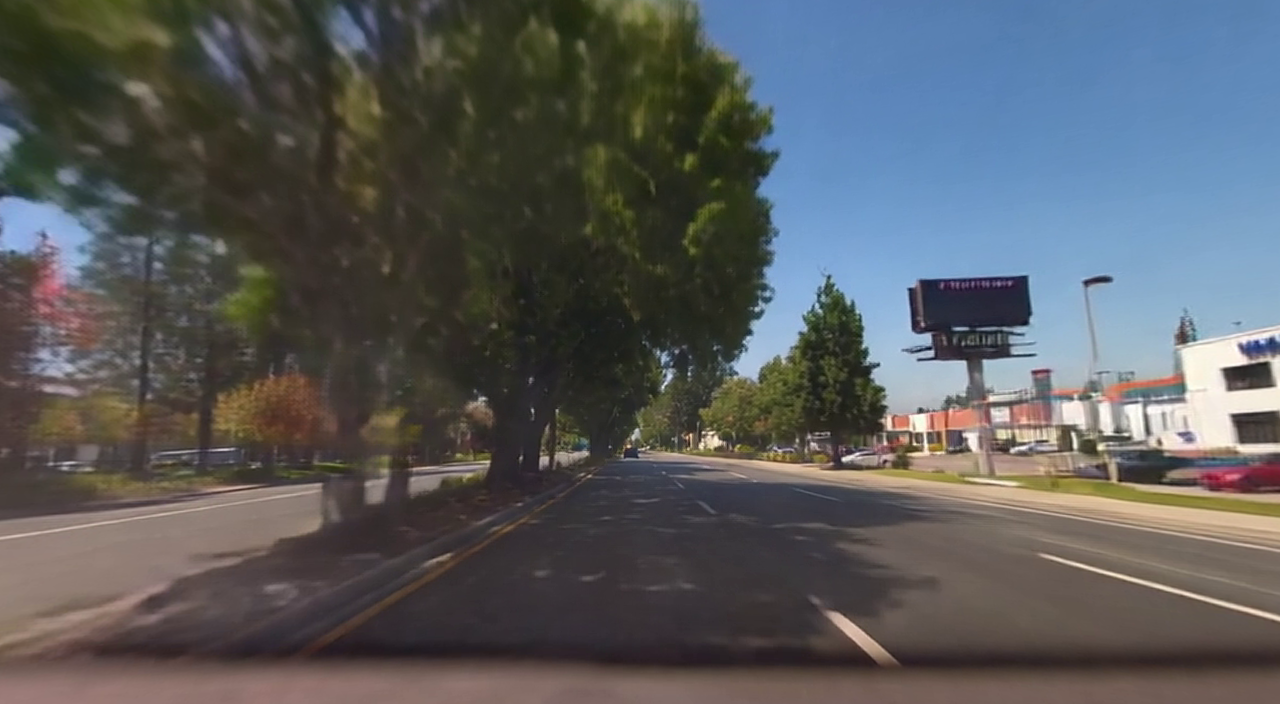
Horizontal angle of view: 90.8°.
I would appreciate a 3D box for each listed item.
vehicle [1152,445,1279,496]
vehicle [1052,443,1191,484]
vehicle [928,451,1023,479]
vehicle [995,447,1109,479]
[{"bbox_3d":[20.356,3.962,21.289,4.407,1.616,1.929,0,-9,2],"label":"vehicle"},{"bbox_3d":[20.027,4.630,26.427,4.222,1.610,1.948,0,-9,-2],"label":"vehicle"},{"bbox_3d":[19.802,6.721,37.410,4.403,1.436,1.918,-2,-13,1],"label":"vehicle"},{"bbox_3d":[20.488,5.529,31.555,4.267,1.512,1.966,0,-9,0],"label":"vehicle"}]
